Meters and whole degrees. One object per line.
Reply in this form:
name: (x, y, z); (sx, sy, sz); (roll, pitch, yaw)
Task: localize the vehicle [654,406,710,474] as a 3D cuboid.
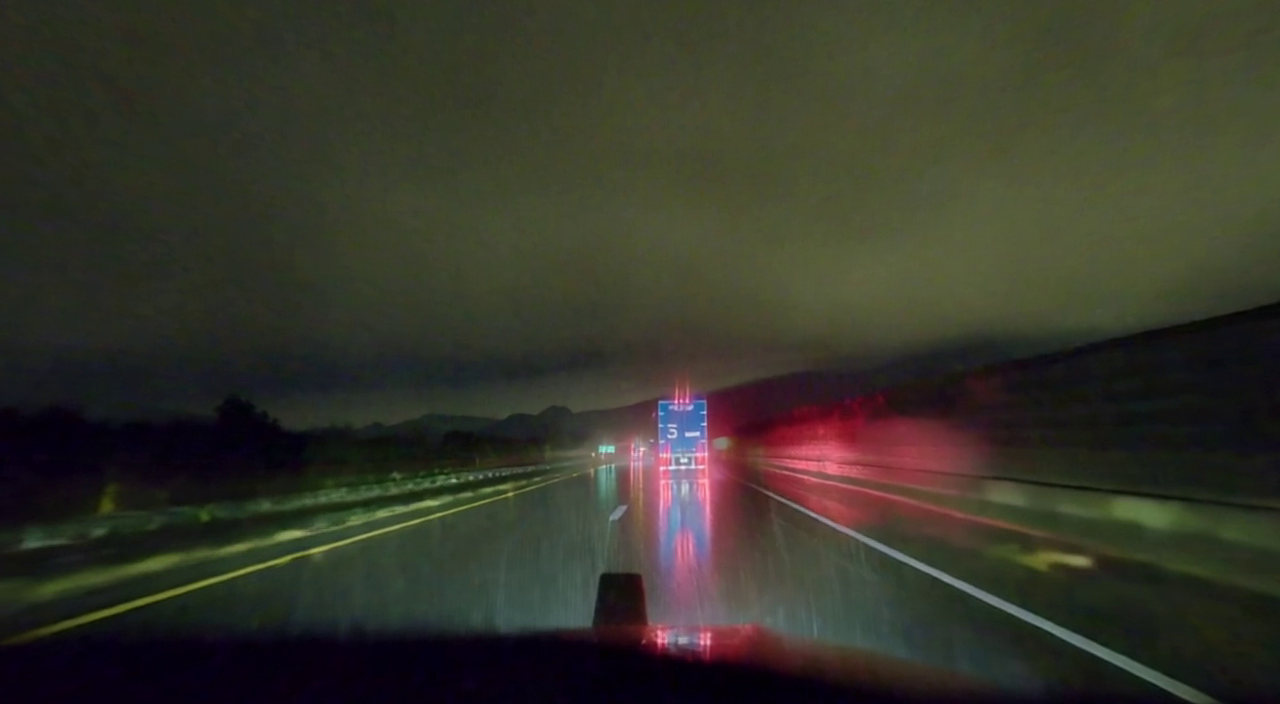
vehicle: (2.458, 5.676, 40.165); (3.107, 3.718, 10.231); (0, -9, 1)
